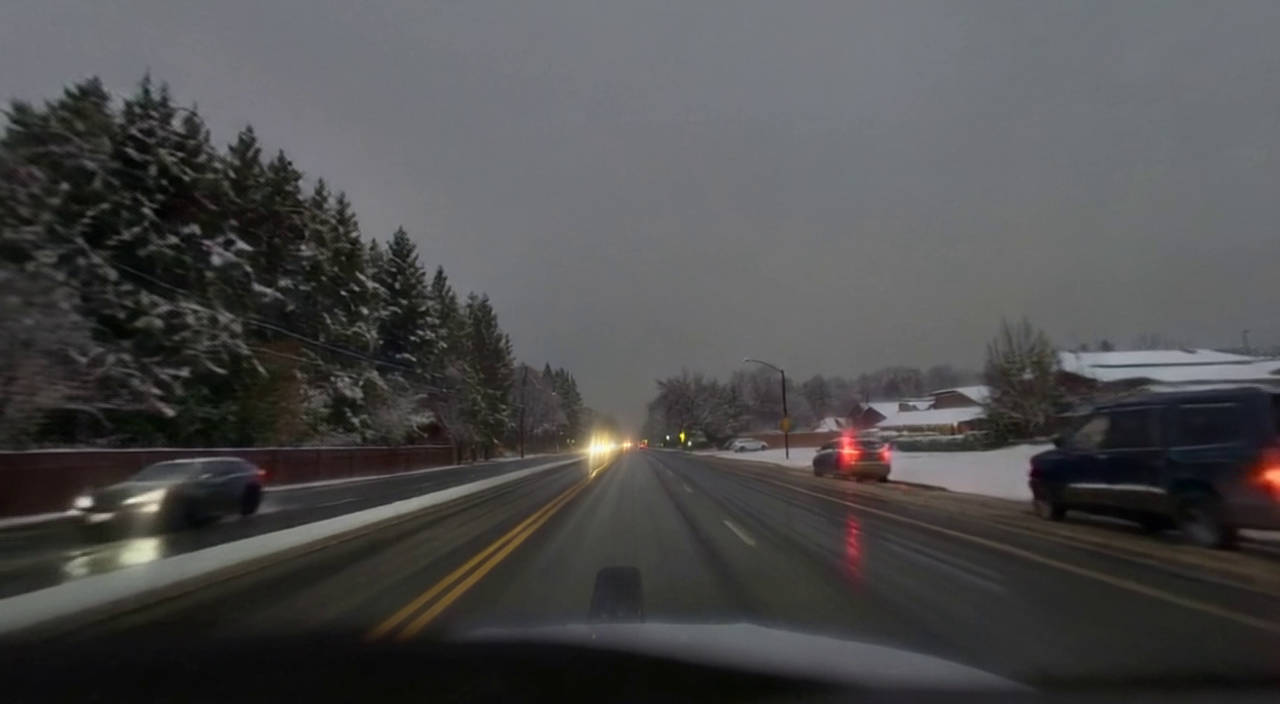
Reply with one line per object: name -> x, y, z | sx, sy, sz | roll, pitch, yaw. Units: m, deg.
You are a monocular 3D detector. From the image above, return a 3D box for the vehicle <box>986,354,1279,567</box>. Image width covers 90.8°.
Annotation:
vehicle -> 7.469, 1.399, 8.471 | 2.278, 2.079, 5.861 | 0, -8, 0

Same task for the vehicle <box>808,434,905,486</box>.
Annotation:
vehicle -> 7.357, 3.704, 21.945 | 1.965, 1.623, 4.096 | 0, -8, 1

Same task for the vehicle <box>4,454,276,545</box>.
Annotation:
vehicle -> -9.720, 2.853, 12.913 | 1.910, 1.452, 4.447 | 0, -8, 0
